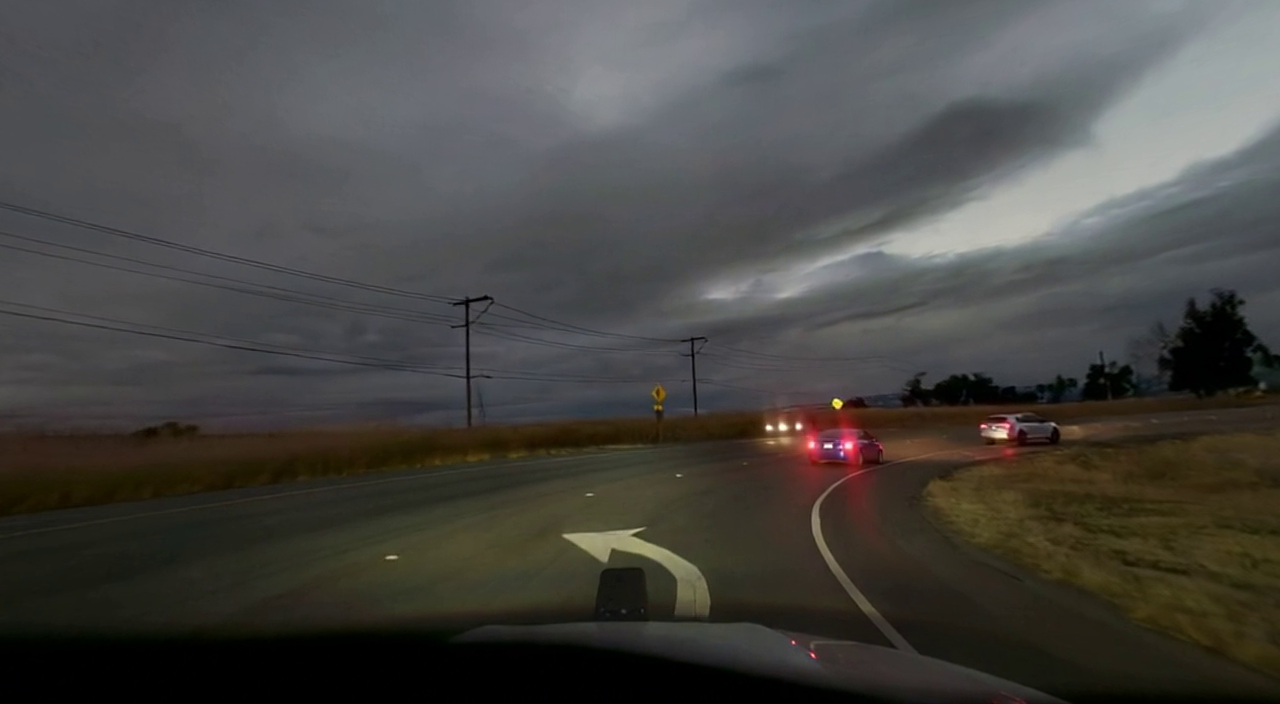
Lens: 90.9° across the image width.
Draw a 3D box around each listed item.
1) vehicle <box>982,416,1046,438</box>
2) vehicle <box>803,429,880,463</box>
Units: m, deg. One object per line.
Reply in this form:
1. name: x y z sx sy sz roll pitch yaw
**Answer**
1. vehicle: 26.509 5.363 44.656 4.307 1.465 1.836 4 -9 -28
2. vehicle: 9.208 4.236 28.588 2.026 1.407 4.374 -6 -10 35
